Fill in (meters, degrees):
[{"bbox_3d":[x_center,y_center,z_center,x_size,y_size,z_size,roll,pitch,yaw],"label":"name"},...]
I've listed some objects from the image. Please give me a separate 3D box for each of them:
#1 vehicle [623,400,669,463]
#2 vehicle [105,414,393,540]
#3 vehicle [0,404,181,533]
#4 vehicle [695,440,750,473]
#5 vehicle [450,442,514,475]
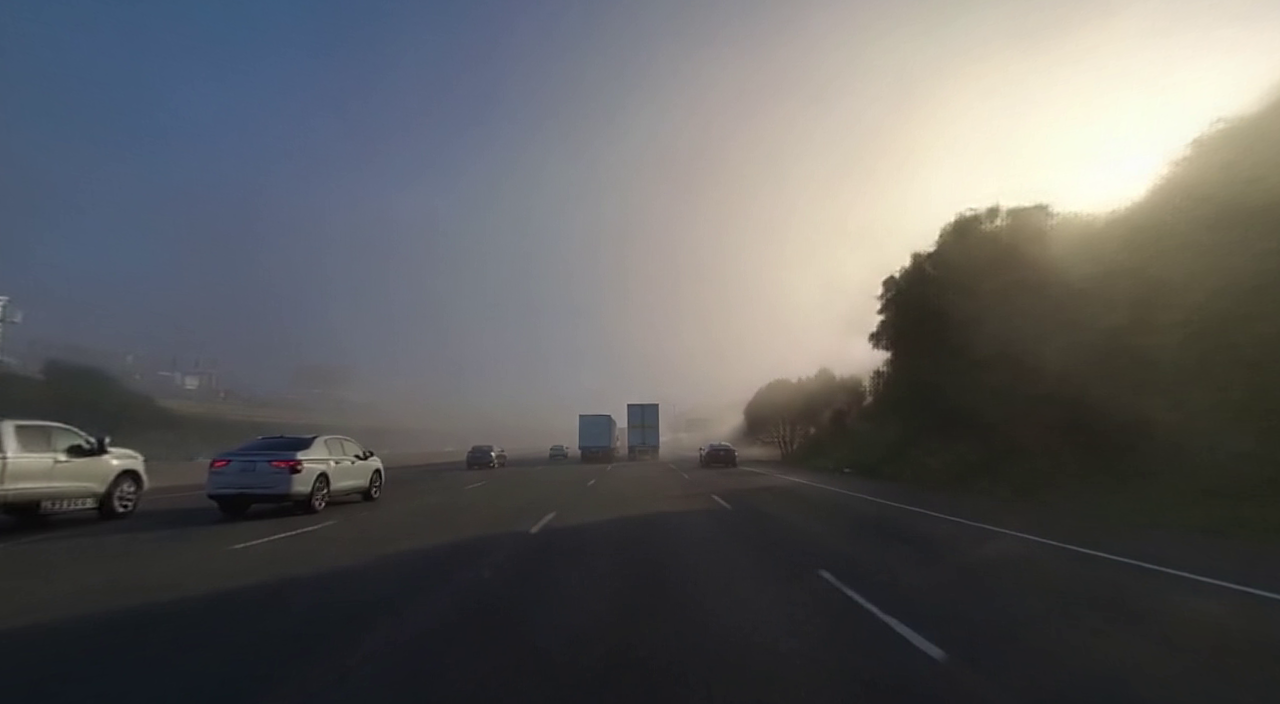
[{"bbox_3d":[0.358,6.031,46.835,2.969,4.104,10.906,0,-9,0],"label":"vehicle"},{"bbox_3d":[-6.396,2.085,11.149,2.122,1.754,4.379,0,-9,2],"label":"vehicle"},{"bbox_3d":[-10.505,1.802,9.882,2.208,1.889,5.781,0,-9,1],"label":"vehicle"},{"bbox_3d":[3.944,5.086,30.910,2.006,1.452,4.246,0,-9,-1],"label":"vehicle"},{"bbox_3d":[-7.491,5.100,30.423,1.891,1.460,4.506,0,-9,1],"label":"vehicle"}]
